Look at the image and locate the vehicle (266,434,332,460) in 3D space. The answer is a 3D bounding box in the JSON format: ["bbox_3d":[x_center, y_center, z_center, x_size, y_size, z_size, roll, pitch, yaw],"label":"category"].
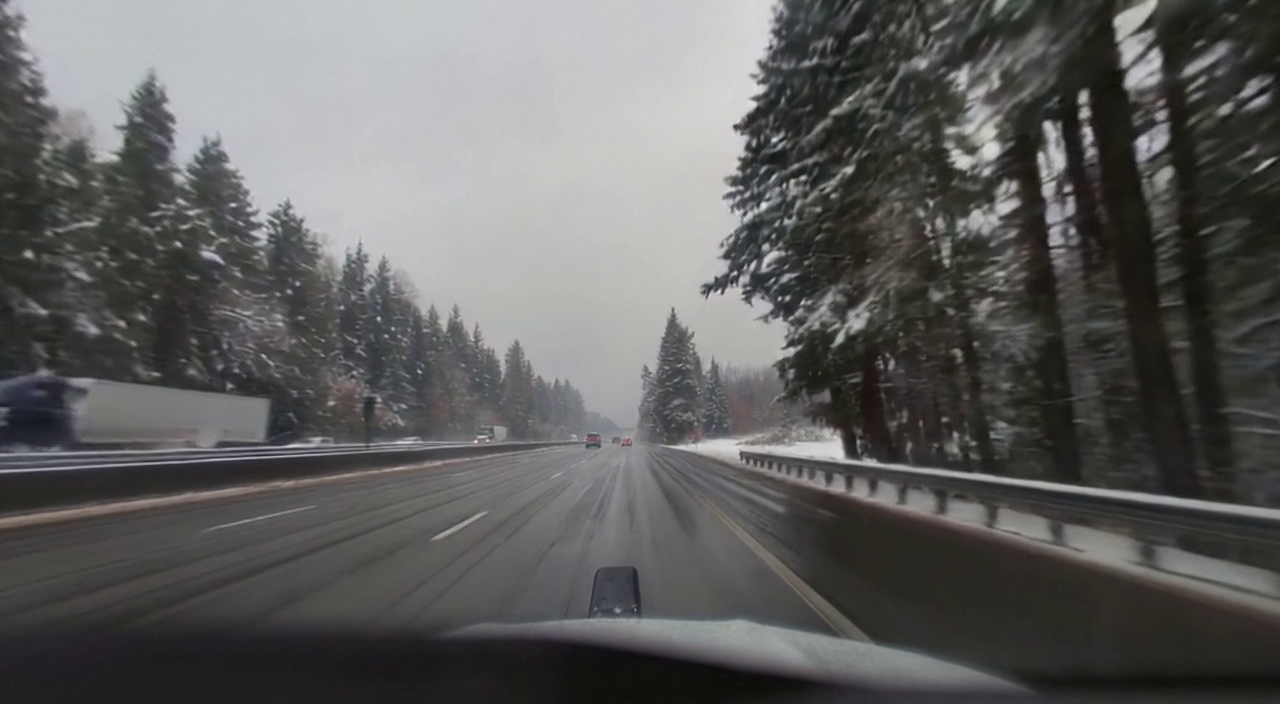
[{"bbox_3d":[-20.624,5.753,38.267,1.823,1.457,4.109,0,-8,-2],"label":"vehicle"}]

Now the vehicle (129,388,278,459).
[{"bbox_3d":[-24.332,4.131,35.790,2.814,3.541,7.810,0,-8,-1],"label":"vehicle"}]

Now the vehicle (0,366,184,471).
[{"bbox_3d":[-24.130,2.875,26.234,2.975,3.670,9.888,0,-8,-1],"label":"vehicle"}]
